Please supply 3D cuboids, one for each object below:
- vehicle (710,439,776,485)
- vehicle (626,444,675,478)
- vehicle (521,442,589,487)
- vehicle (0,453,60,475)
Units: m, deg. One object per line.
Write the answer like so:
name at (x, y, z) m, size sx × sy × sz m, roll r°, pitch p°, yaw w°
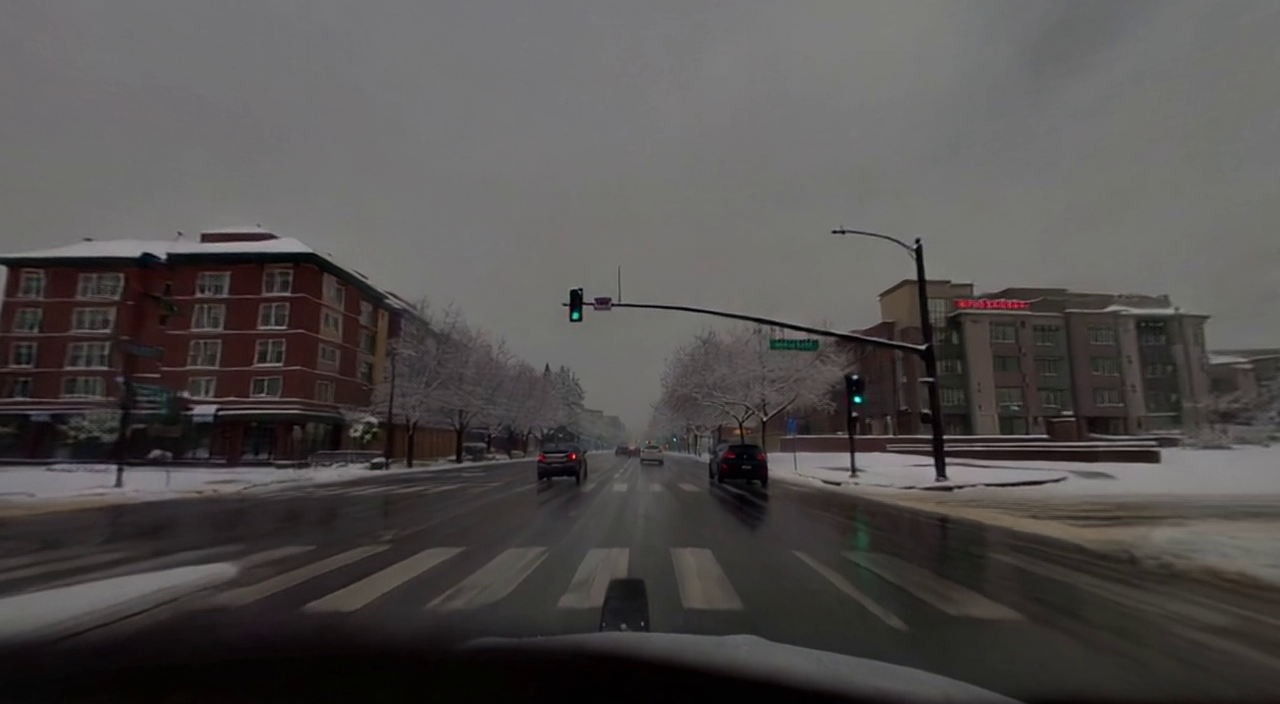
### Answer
vehicle at (3.972, 4.320, 24.940) m, size 1.987 × 1.637 × 3.896 m, roll 0°, pitch -9°, yaw 0°
vehicle at (0.444, 5.023, 29.277) m, size 2.103 × 1.468 × 4.094 m, roll 0°, pitch -9°, yaw 0°
vehicle at (-3.020, 4.098, 23.264) m, size 1.860 × 1.510 × 4.073 m, roll 0°, pitch -9°, yaw 1°
vehicle at (-44.763, 8.020, 45.245) m, size 1.817 × 1.450 × 4.567 m, roll 0°, pitch -9°, yaw 2°
